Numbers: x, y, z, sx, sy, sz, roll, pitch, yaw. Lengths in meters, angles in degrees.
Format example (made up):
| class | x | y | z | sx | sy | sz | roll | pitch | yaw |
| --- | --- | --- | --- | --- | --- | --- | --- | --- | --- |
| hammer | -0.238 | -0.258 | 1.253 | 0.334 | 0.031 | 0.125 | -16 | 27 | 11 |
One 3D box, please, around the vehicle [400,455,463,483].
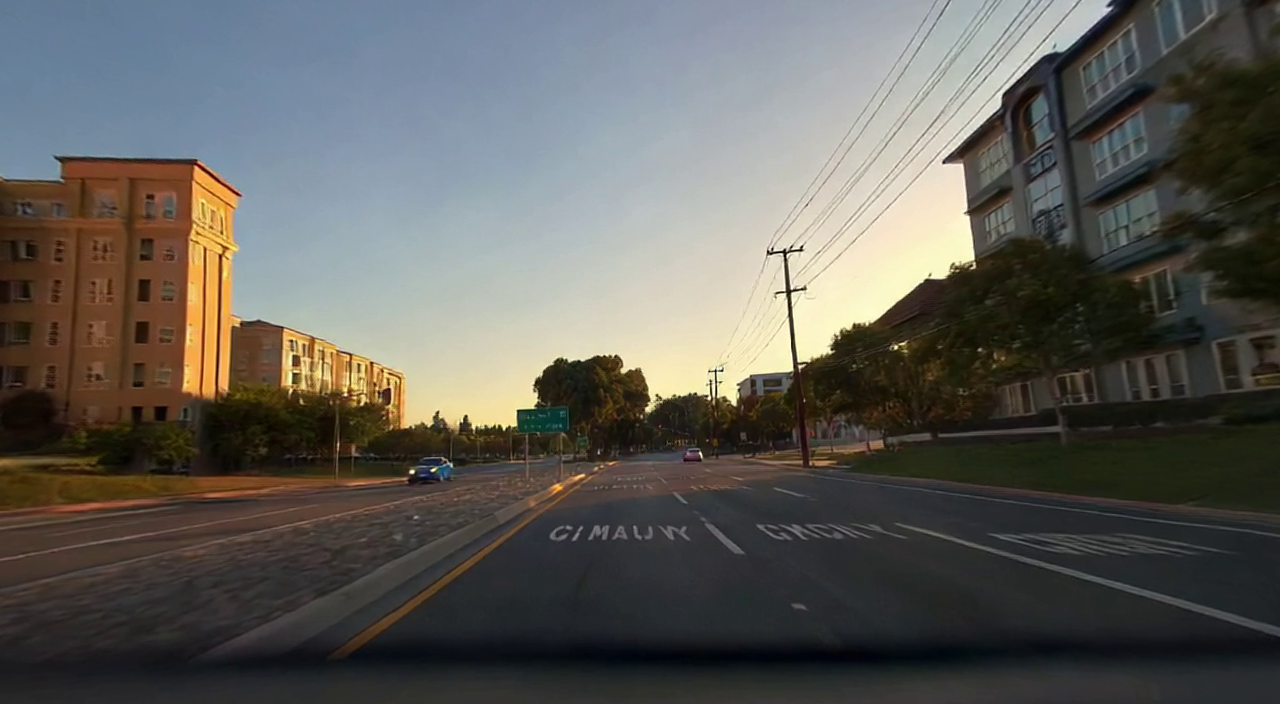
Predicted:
| class | x | y | z | sx | sy | sz | roll | pitch | yaw |
| --- | --- | --- | --- | --- | --- | --- | --- | --- | --- |
| vehicle | -12.182 | 6.866 | 37.113 | 2.116 | 1.470 | 4.581 | 0 | -9 | 0 |
